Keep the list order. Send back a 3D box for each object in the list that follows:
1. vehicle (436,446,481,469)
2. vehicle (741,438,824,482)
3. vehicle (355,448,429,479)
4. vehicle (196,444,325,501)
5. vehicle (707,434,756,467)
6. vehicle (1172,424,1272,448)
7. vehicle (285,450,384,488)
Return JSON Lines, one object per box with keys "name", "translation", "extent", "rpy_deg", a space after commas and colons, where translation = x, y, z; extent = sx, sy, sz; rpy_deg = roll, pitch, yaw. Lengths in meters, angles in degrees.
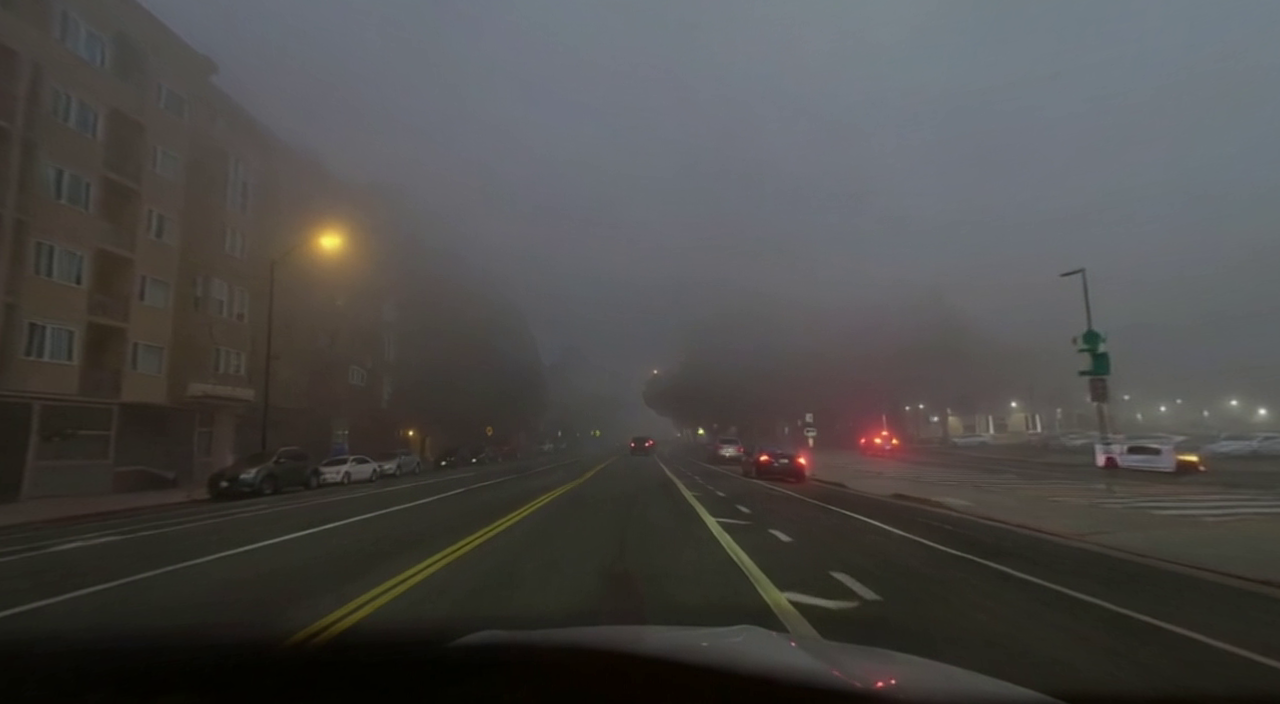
{"name": "vehicle", "translation": [-12.605, 7.309, 44.075], "extent": [1.926, 1.499, 3.869], "rpy_deg": [0, -8, 0]}
{"name": "vehicle", "translation": [5.210, 4.010, 23.783], "extent": [2.085, 1.466, 4.276], "rpy_deg": [0, -8, -1]}
{"name": "vehicle", "translation": [-12.865, 5.800, 33.127], "extent": [1.889, 1.461, 4.608], "rpy_deg": [0, -8, 2]}
{"name": "vehicle", "translation": [-12.832, 4.045, 21.736], "extent": [1.908, 1.694, 4.306], "rpy_deg": [0, -8, -3]}
{"name": "vehicle", "translation": [5.364, 5.806, 37.595], "extent": [2.102, 1.781, 5.470], "rpy_deg": [0, -8, 0]}
{"name": "vehicle", "translation": [38.563, 5.590, 42.062], "extent": [2.022, 1.491, 4.896], "rpy_deg": [0, -8, 1]}
{"name": "vehicle", "translation": [-12.926, 4.943, 27.092], "extent": [1.779, 1.433, 4.633], "rpy_deg": [0, -8, 2]}
